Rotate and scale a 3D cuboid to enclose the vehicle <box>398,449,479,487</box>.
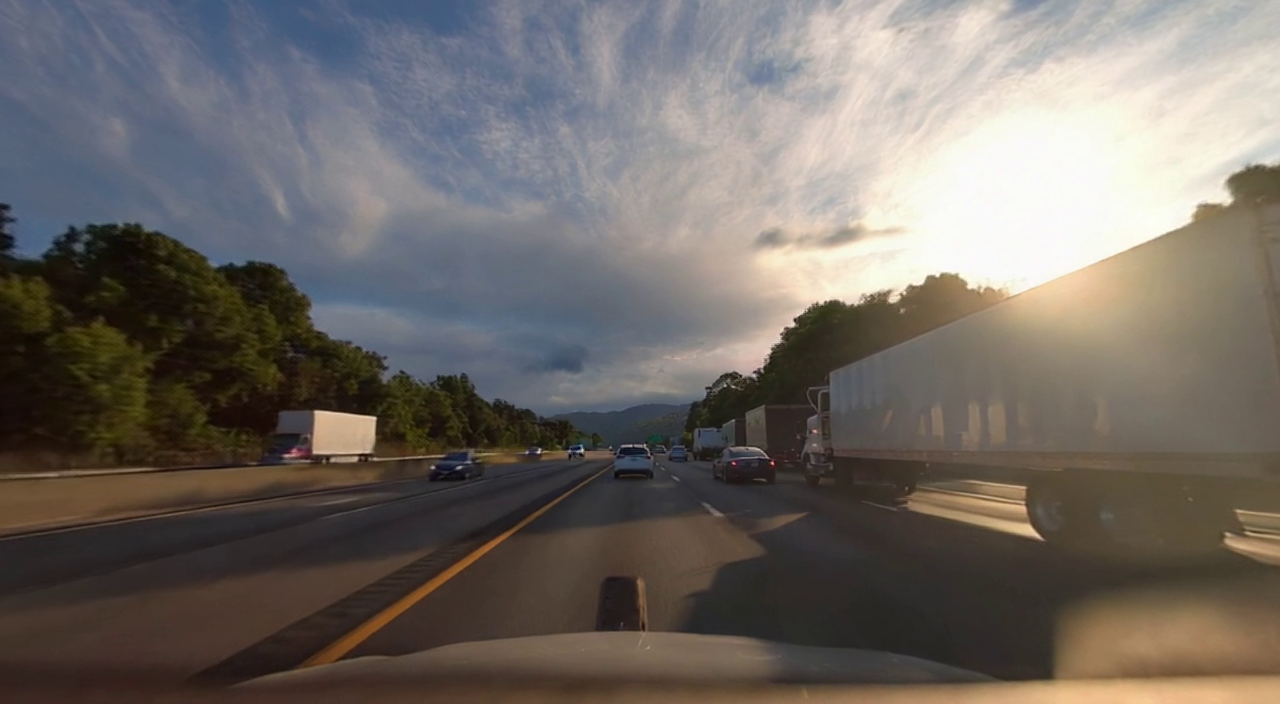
[{"bbox_3d":[-8.040,4.644,25.550,2.002,1.433,3.694,0,-9,2],"label":"vehicle"}]

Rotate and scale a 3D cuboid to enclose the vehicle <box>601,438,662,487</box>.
[{"bbox_3d":[-0.272,3.980,22.892,2.023,1.618,3.628,0,-9,0],"label":"vehicle"}]

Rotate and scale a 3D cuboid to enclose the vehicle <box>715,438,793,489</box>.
[{"bbox_3d":[3.799,3.801,21.762,1.920,1.594,3.867,0,-9,0],"label":"vehicle"}]

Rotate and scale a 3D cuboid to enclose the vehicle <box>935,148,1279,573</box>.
[{"bbox_3d":[7.604,0.487,8.727,2.823,4.063,8.485,0,-9,0],"label":"vehicle"}]

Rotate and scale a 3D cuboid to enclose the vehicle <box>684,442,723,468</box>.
[{"bbox_3d":[4.225,6.933,42.483,2.150,1.632,4.260,0,-9,0],"label":"vehicle"}]

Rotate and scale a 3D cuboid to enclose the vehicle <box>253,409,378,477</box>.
[{"bbox_3d":[-19.178,5.541,38.048,2.870,3.622,8.269,0,-9,2],"label":"vehicle"}]
